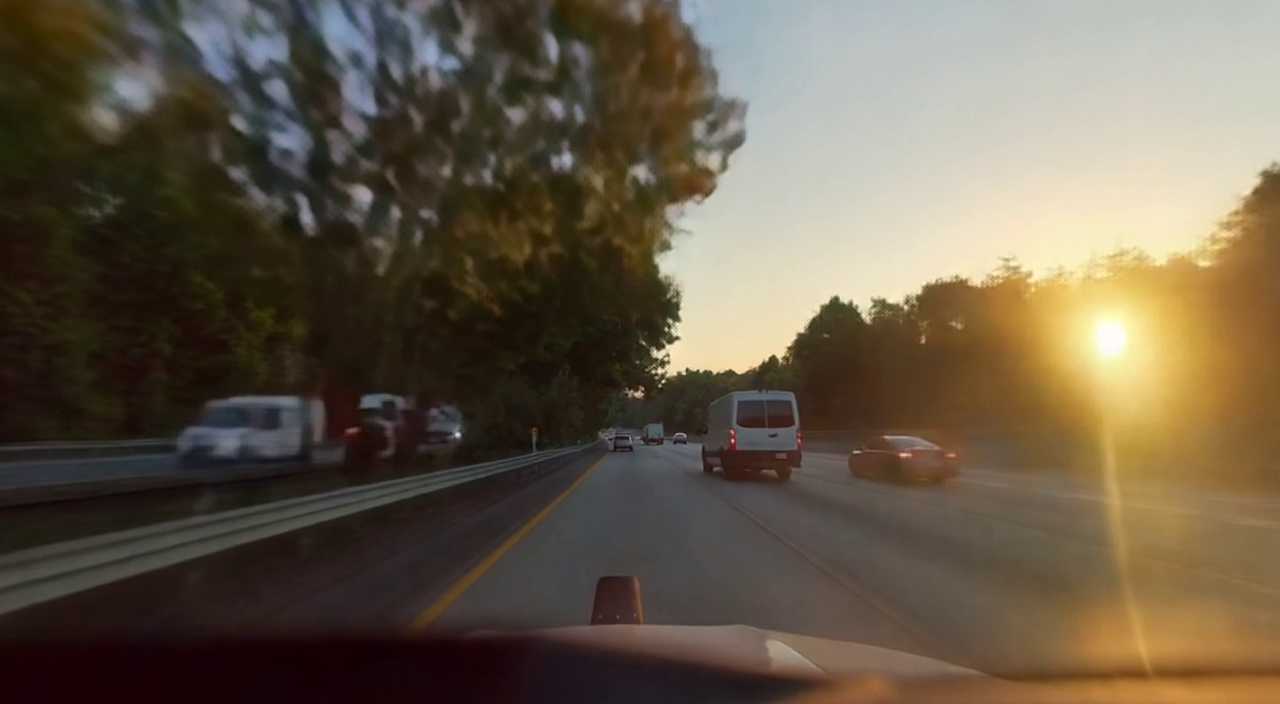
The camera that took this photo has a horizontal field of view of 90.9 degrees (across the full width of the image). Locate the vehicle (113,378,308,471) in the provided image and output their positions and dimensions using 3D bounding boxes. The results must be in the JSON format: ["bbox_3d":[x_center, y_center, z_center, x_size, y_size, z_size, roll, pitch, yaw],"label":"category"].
[{"bbox_3d":[-13.033,2.308,19.777,2.284,2.500,5.367,0,-8,0],"label":"vehicle"}]

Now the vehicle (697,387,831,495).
[{"bbox_3d":[3.140,2.442,17.499,2.436,2.521,5.409,0,-8,-2],"label":"vehicle"}]

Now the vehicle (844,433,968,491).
[{"bbox_3d":[7.437,3.087,18.081,1.821,1.468,3.805,0,-8,-1],"label":"vehicle"}]

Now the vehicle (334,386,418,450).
[{"bbox_3d":[-17.339,4.441,41.823,2.973,3.930,5.878,0,-8,-1],"label":"vehicle"}]
